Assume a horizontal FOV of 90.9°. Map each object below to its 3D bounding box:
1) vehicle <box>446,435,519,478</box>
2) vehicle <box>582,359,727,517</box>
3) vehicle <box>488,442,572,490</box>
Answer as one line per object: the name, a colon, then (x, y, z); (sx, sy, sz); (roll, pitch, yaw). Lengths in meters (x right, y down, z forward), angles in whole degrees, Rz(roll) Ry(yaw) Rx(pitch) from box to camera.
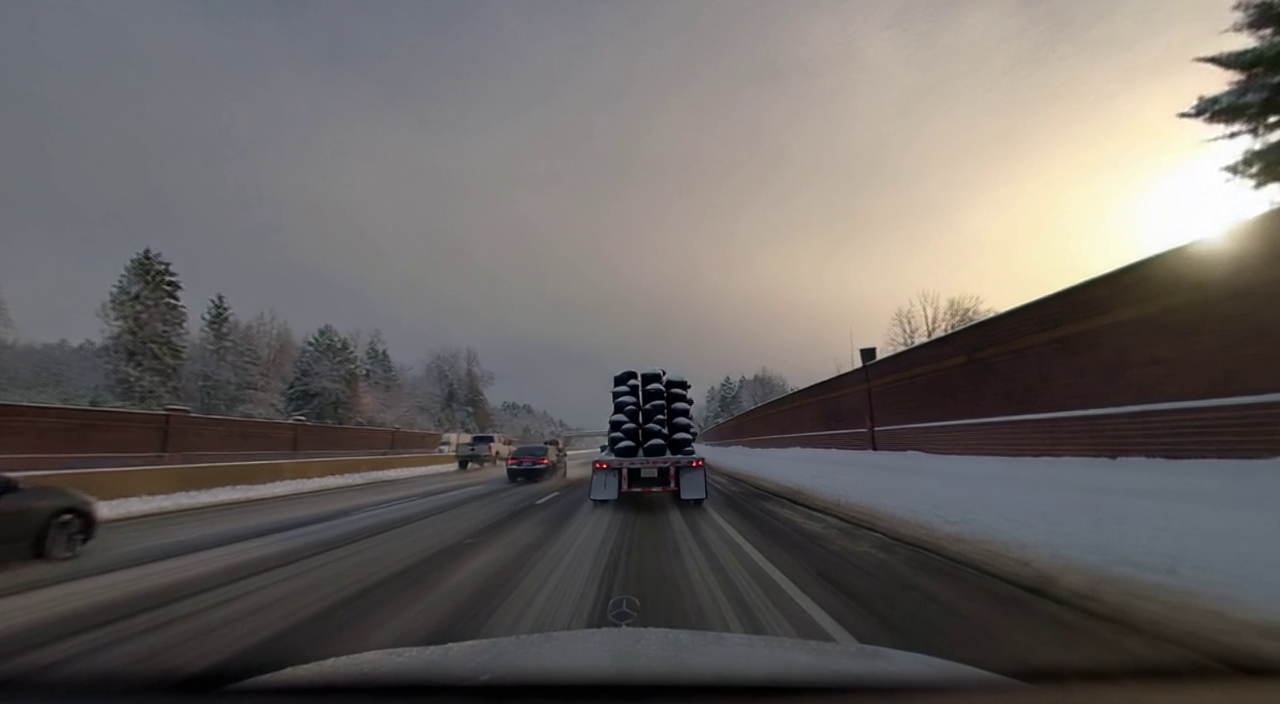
vehicle: (-7.459, 5.007, 30.412); (2.164, 1.874, 5.004); (0, -8, 0)
vehicle: (0.323, 2.278, 16.551); (2.798, 3.071, 8.412); (0, -8, 1)
vehicle: (-3.642, 3.850, 21.723); (1.974, 1.475, 4.538); (0, -8, 1)
